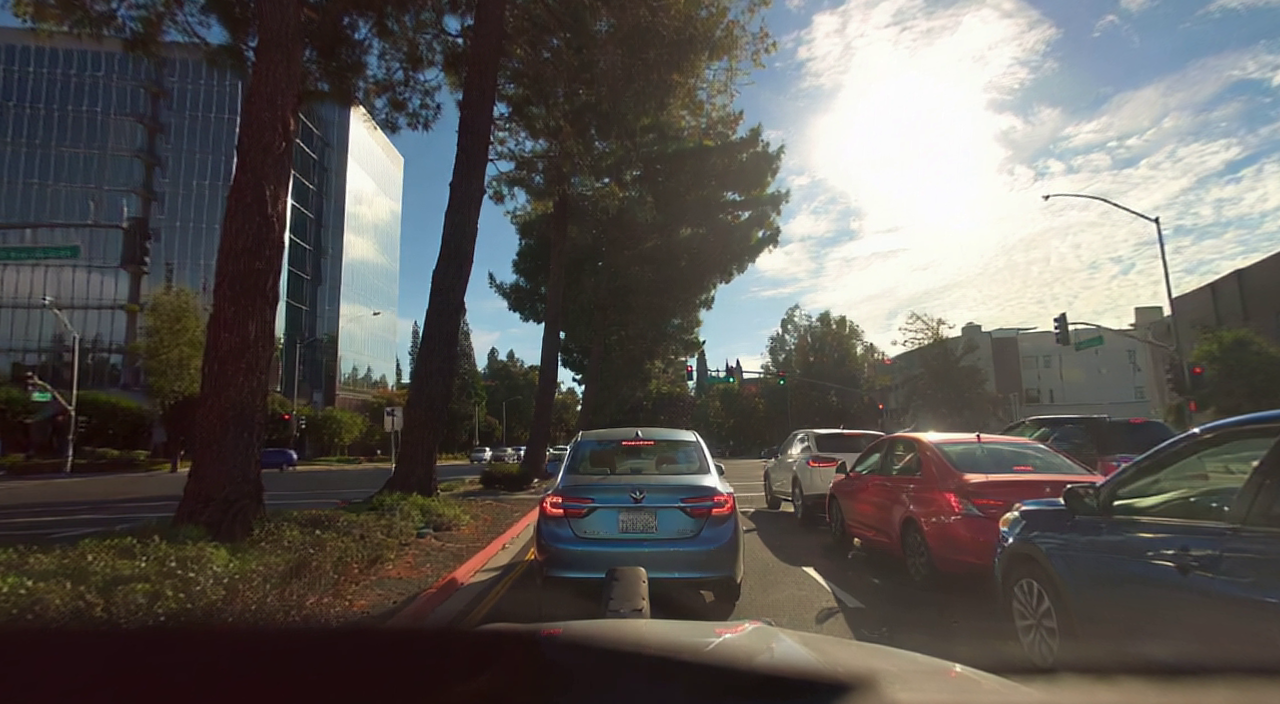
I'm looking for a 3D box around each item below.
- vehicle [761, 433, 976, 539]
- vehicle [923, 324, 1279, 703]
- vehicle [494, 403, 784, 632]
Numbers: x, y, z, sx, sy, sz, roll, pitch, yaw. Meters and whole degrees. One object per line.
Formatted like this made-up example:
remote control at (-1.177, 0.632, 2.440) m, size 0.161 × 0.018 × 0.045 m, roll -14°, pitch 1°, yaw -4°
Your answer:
vehicle at (3.687, 2.254, 11.295) m, size 2.054 × 1.482 × 4.654 m, roll 0°, pitch -9°, yaw -1°
vehicle at (3.720, 0.930, 3.426) m, size 2.162 × 1.829 × 4.519 m, roll 0°, pitch -9°, yaw -1°
vehicle at (-0.023, 1.477, 6.511) m, size 2.074 × 1.631 × 3.793 m, roll 0°, pitch -9°, yaw 0°
